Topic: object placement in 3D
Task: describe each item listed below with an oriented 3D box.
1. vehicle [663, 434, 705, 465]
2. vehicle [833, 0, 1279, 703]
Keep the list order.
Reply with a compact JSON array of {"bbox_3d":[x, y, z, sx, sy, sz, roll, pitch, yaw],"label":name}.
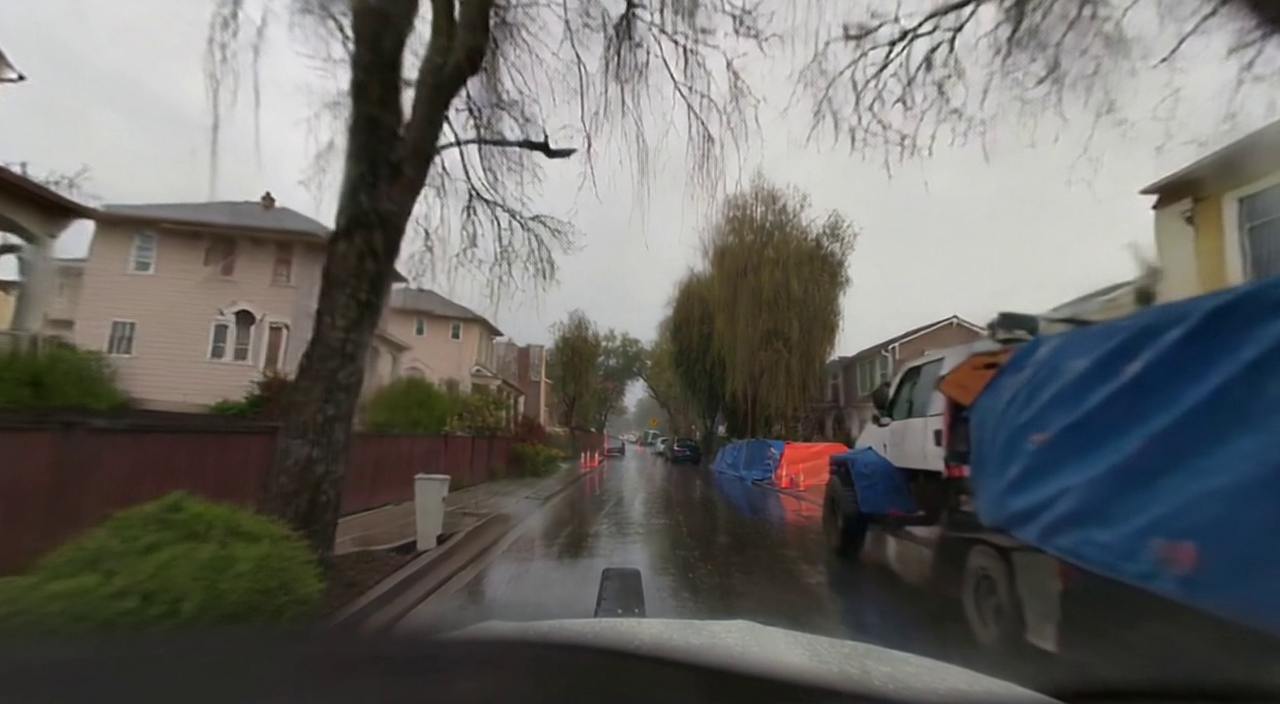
[{"bbox_3d":[2.628,5.950,38.774,2.066,1.739,4.234,0,-8,-3],"label":"vehicle"},{"bbox_3d":[3.245,0.335,2.317,2.879,2.801,6.142,0,-8,-2],"label":"vehicle"}]
